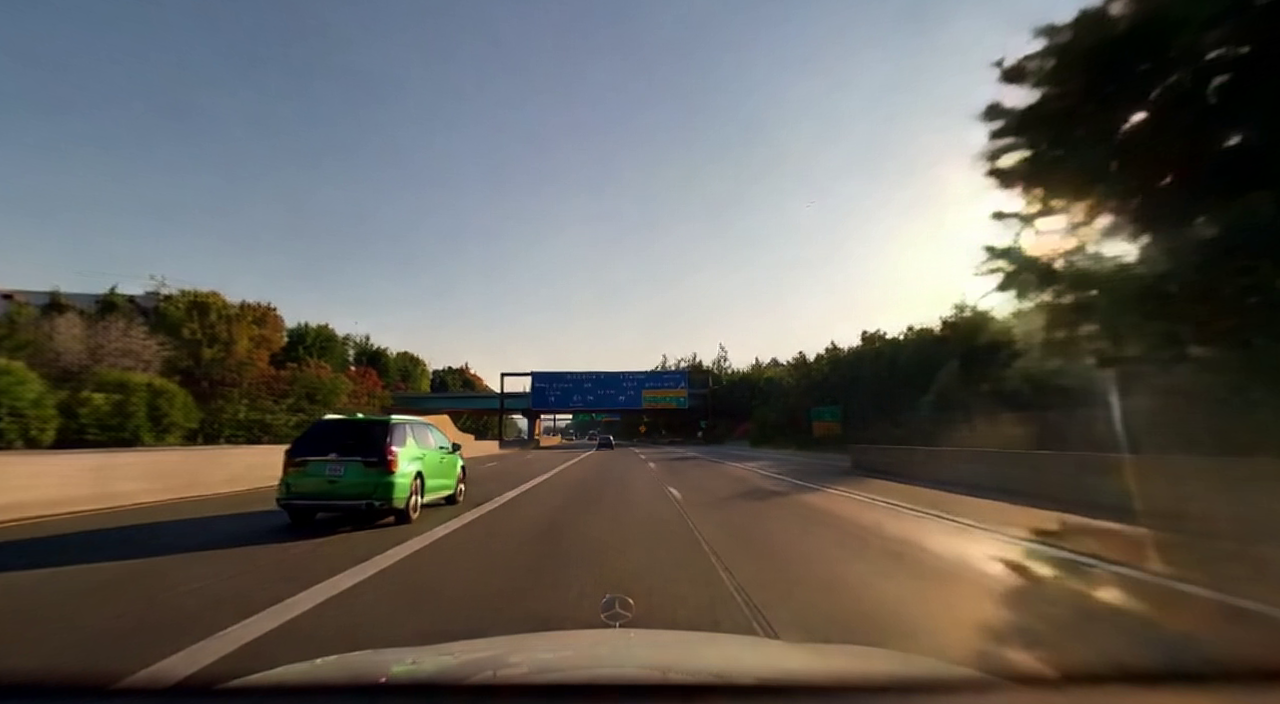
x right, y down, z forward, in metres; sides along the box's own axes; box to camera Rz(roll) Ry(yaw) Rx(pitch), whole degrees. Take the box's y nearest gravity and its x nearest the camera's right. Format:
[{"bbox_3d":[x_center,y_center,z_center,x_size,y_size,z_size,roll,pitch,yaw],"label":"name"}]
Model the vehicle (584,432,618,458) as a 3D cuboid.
[{"bbox_3d":[-2.405,5.792,39.381,2.000,1.491,3.913,0,-7,-3],"label":"vehicle"}]
